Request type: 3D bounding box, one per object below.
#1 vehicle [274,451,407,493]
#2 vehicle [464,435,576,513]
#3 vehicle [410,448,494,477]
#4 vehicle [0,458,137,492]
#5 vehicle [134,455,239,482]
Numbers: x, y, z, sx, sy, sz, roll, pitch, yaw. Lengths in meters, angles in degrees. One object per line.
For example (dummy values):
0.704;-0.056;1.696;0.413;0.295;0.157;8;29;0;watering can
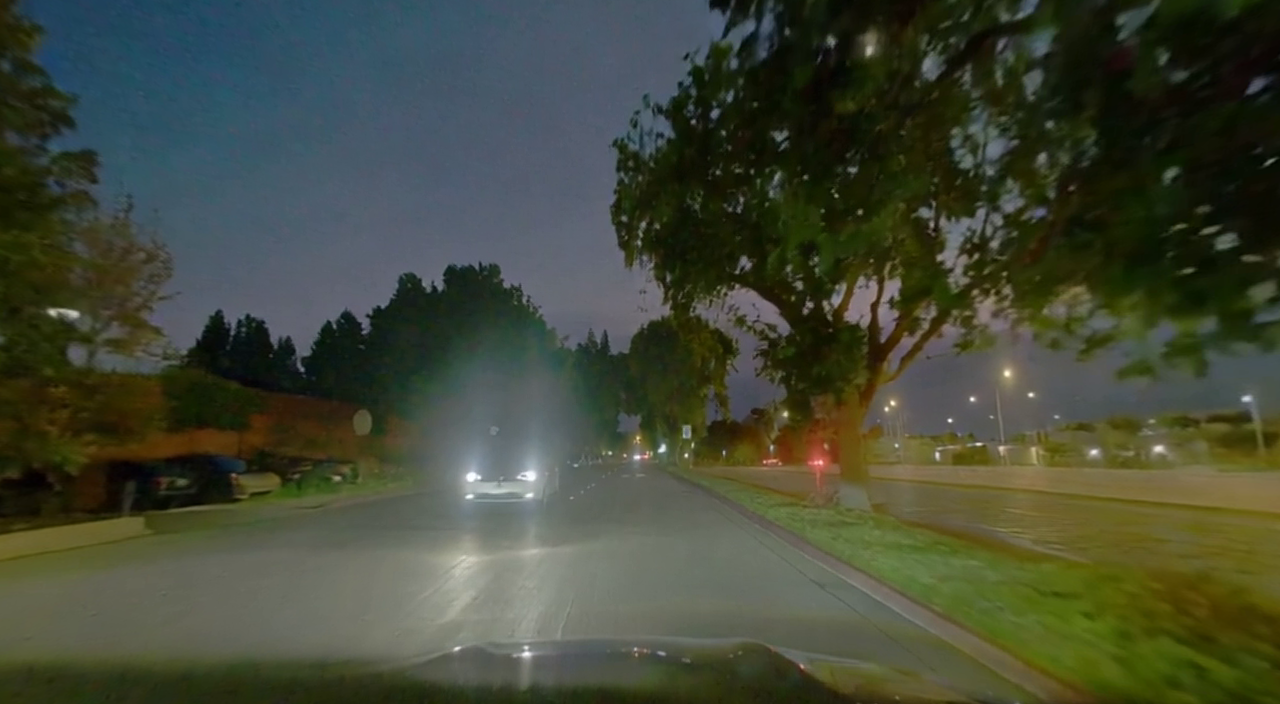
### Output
-13.314;5.353;28.306;4.870;1.767;2.120;0;-9;2;vehicle
-2.921;3.080;16.371;2.047;1.725;4.288;0;-9;0;vehicle
-13.754;8.145;46.558;5.428;1.908;2.196;1;-10;0;vehicle
-26.020;5.602;28.884;4.374;1.455;1.918;0;-9;0;vehicle
-26.980;6.957;37.719;4.736;1.516;1.937;0;-9;1;vehicle
